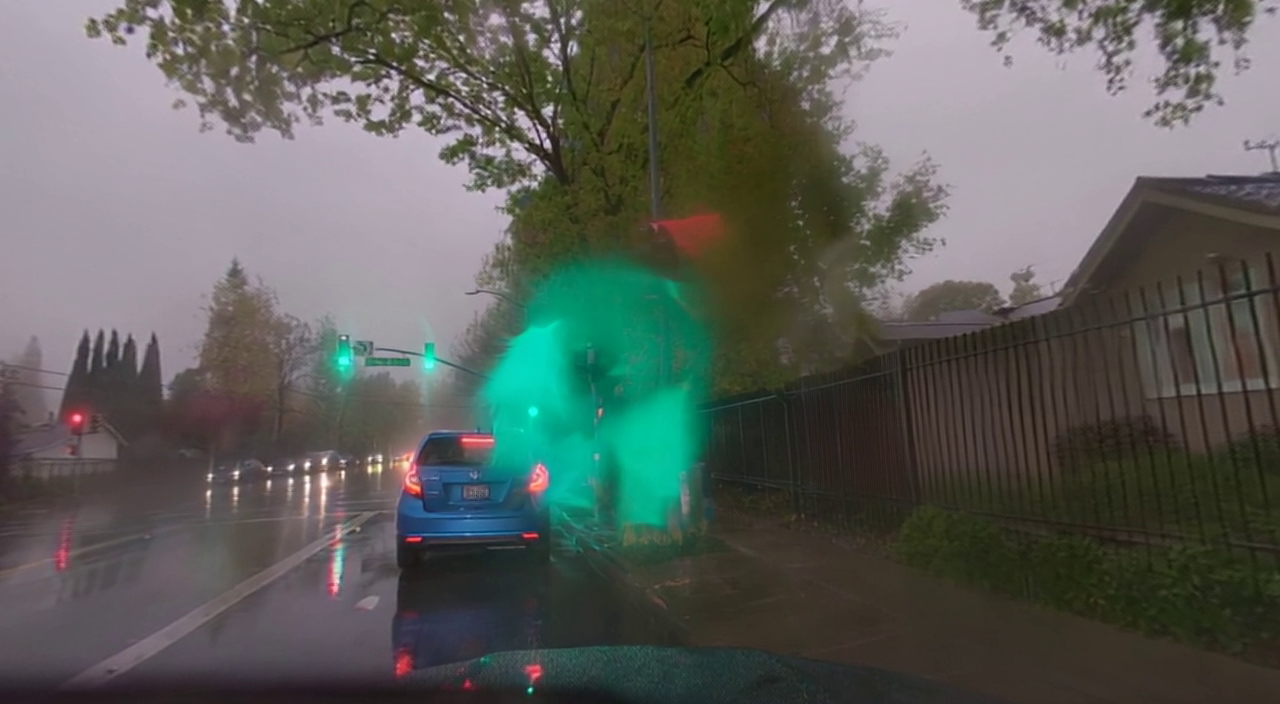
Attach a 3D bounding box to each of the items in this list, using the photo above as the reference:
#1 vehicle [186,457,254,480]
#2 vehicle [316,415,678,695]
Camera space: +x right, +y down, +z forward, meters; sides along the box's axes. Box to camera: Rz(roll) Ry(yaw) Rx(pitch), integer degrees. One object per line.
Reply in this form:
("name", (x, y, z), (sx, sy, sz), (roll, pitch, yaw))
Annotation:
("vehicle", (-32.868, 9.108, 49.491), (3.959, 1.680, 1.785), (1, -9, -7))
("vehicle", (-1.156, 1.401, 5.512), (2.024, 1.502, 3.702), (2, -9, -12))
